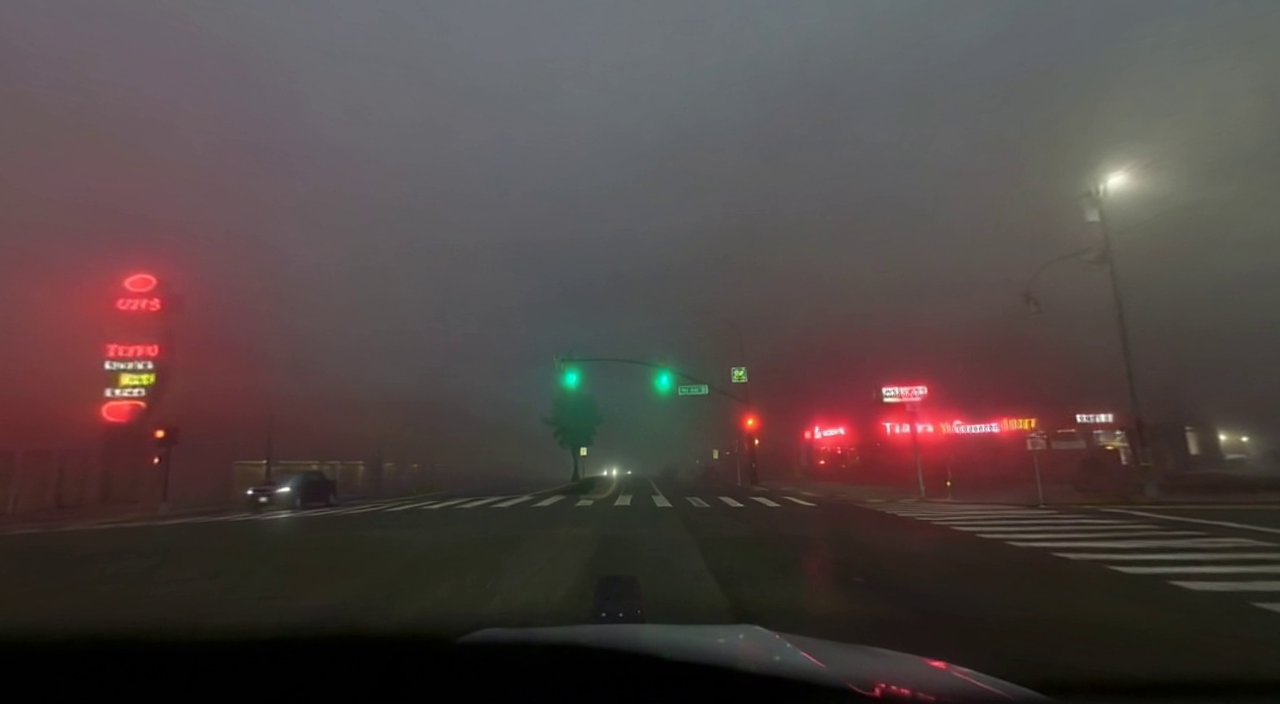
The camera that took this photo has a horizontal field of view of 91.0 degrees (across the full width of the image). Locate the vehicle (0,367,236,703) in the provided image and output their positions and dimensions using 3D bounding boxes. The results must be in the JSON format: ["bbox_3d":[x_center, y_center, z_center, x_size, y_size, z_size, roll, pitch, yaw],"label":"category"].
[{"bbox_3d":[-3.296,0.717,1.086,2.081,1.644,4.523,0,-9,2],"label":"vehicle"}]

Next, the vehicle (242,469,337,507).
[{"bbox_3d":[-16.015,6.198,29.068,1.931,1.471,4.152,0,-9,1],"label":"vehicle"}]
